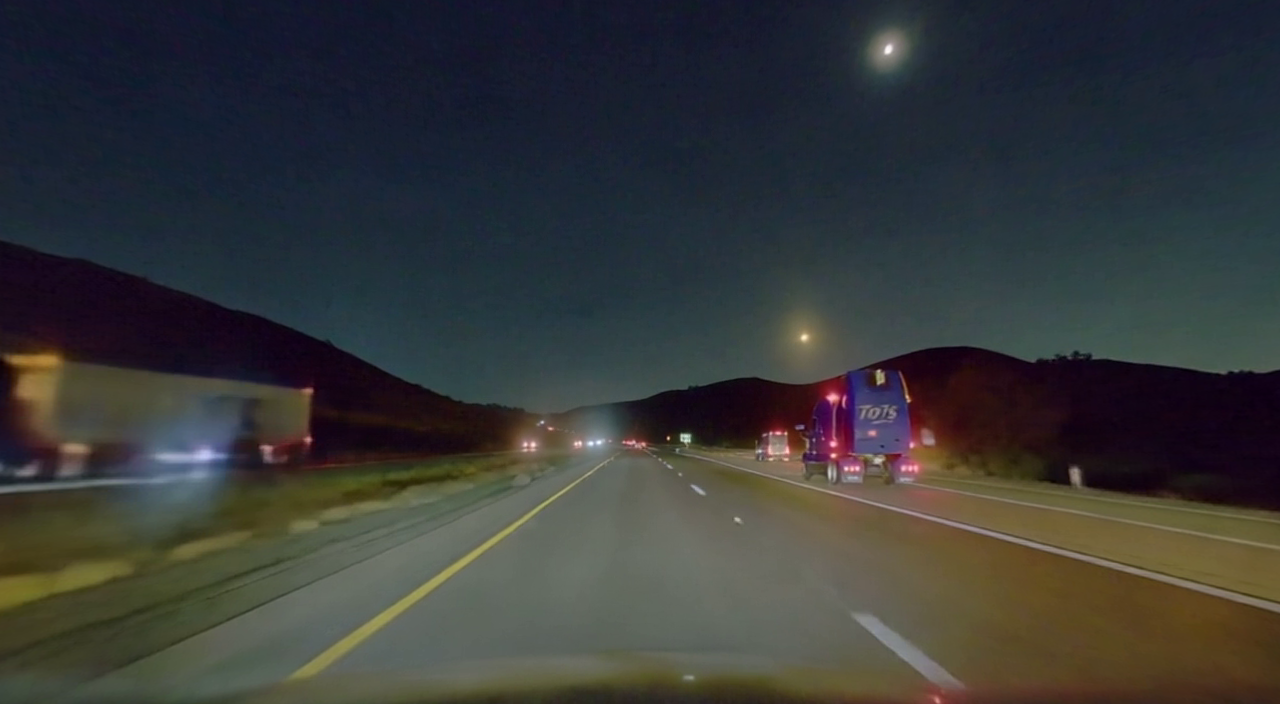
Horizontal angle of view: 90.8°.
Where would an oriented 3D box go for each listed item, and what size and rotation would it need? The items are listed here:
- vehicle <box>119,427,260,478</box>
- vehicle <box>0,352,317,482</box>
[{"bbox_3d":[-17.665,3.973,25.123,2.252,1.812,4.496,0,-8,0],"label":"vehicle"},{"bbox_3d":[-21.477,3.461,30.122,3.186,4.432,17.210,0,-9,0],"label":"vehicle"}]
